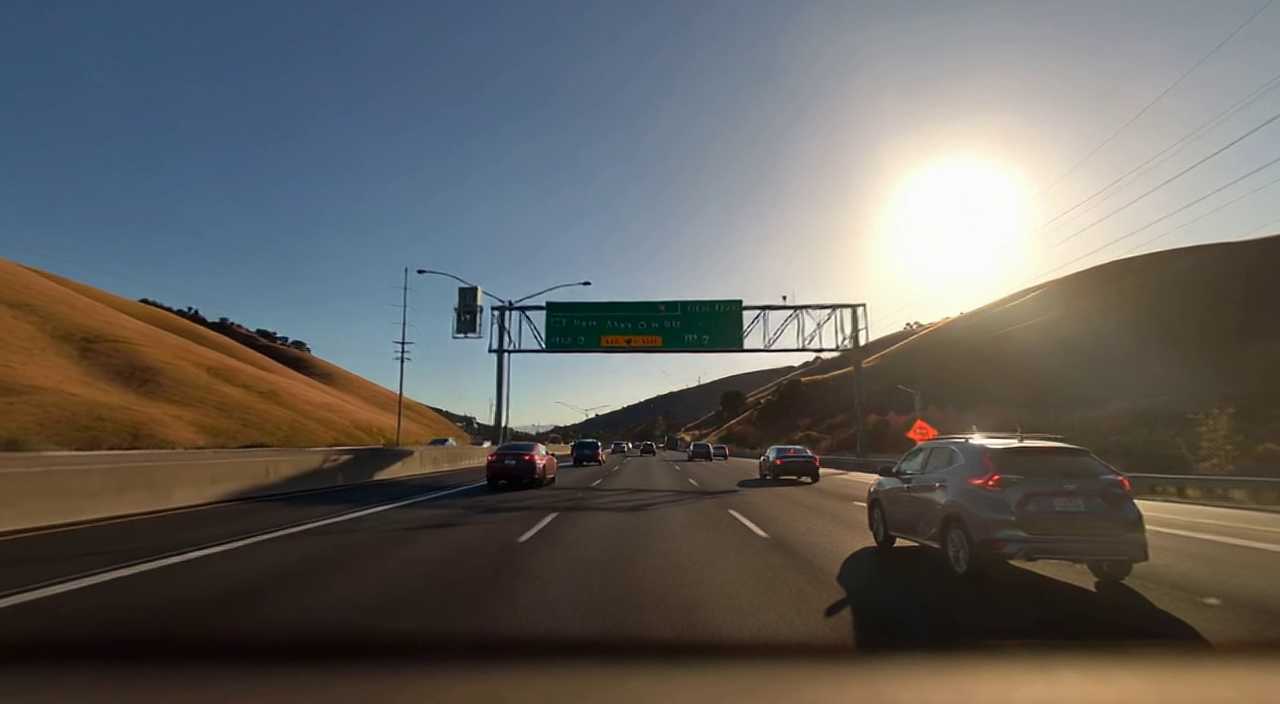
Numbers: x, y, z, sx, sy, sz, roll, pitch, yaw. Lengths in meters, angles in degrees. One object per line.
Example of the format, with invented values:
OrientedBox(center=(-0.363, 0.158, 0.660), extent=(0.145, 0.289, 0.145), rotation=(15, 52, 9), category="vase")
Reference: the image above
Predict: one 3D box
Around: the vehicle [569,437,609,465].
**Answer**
OrientedBox(center=(-3.310, 6.526, 41.712), extent=(2.234, 1.675, 4.527), rotation=(0, -8, 1), category="vehicle")

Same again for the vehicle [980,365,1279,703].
OrientedBox(center=(3.857, 0.908, 2.862), extent=(2.018, 1.670, 4.658), rotation=(0, -8, 0), category="vehicle")

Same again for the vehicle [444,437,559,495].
OrientedBox(center=(-3.733, 3.161, 17.891), extent=(2.232, 1.438, 4.163), rotation=(-1, -8, 2), category="vehicle")

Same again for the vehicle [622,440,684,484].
OrientedBox(center=(0.482, 4.145, 24.117), extent=(2.138, 1.473, 4.392), rotation=(0, -8, 1), category="vehicle")

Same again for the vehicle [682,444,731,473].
OrientedBox(center=(3.553, 5.776, 34.566), extent=(2.177, 1.453, 4.205), rotation=(0, -8, 0), category="vehicle")

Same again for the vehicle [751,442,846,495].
OrientedBox(center=(4.890, 3.621, 20.040), extent=(1.867, 1.465, 4.093), rotation=(0, -8, -1), category="vehicle")
